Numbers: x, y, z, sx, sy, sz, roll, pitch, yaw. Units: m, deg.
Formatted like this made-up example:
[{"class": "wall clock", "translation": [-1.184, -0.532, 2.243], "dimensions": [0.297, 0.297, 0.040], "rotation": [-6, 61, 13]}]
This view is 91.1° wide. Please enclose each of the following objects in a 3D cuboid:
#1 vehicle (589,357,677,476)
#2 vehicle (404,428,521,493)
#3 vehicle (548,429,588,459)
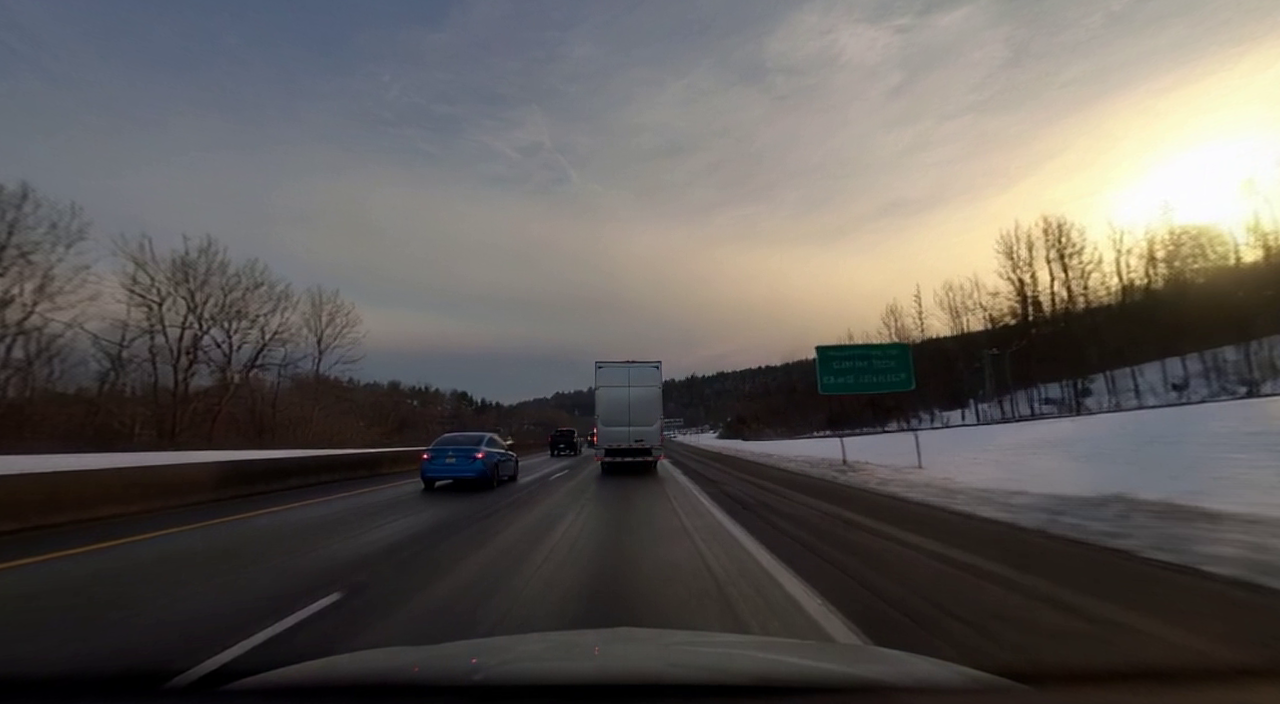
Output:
[{"class": "vehicle", "translation": [-0.323, 2.836, 26.351], "dimensions": [2.953, 4.041, 10.072], "rotation": [0, -8, -1]}, {"class": "vehicle", "translation": [-4.661, 2.885, 17.239], "dimensions": [1.931, 1.539, 4.441], "rotation": [0, -8, 0]}, {"class": "vehicle", "translation": [-4.569, 5.893, 40.514], "dimensions": [2.019, 1.834, 4.644], "rotation": [0, -8, 0]}]
